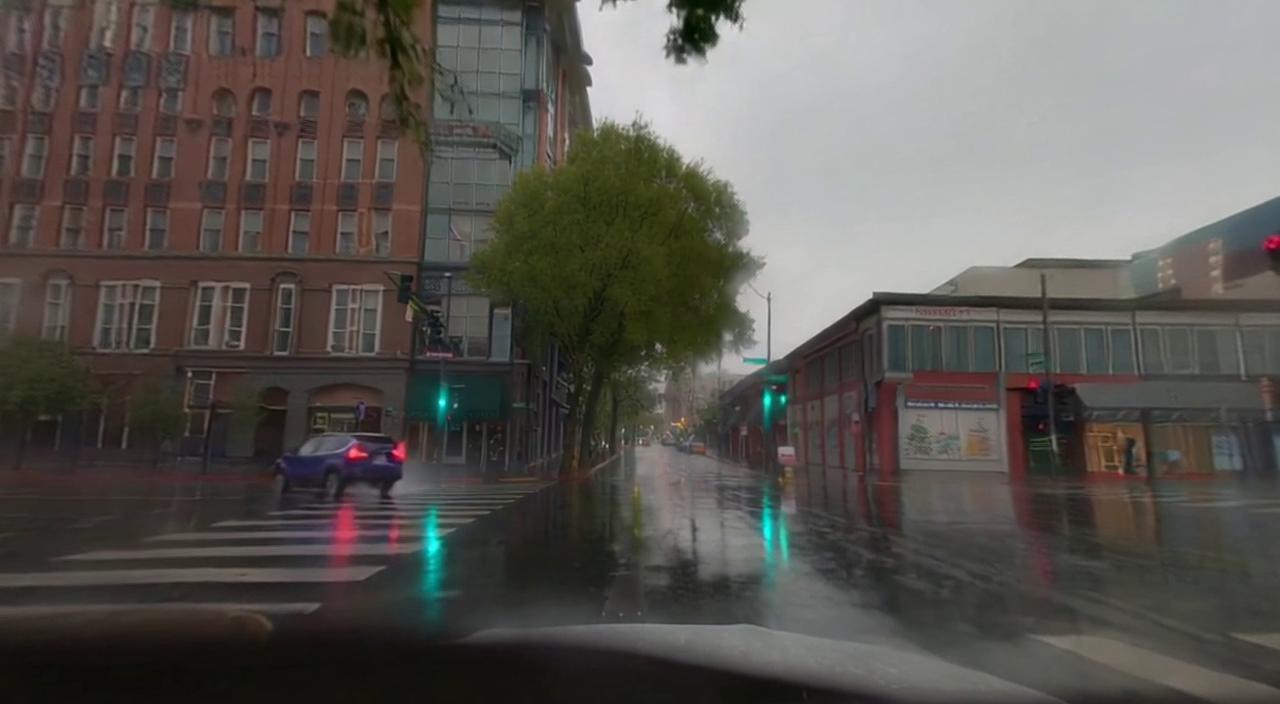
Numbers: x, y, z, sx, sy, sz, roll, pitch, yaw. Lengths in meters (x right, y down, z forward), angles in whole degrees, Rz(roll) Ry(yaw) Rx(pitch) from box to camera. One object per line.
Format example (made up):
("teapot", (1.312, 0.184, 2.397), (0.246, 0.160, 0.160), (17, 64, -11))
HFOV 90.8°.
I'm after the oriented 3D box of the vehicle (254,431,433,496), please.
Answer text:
("vehicle", (-7.821, 2.865, 16.577), (4.459, 1.482, 2.106), (-6, -10, 32))
